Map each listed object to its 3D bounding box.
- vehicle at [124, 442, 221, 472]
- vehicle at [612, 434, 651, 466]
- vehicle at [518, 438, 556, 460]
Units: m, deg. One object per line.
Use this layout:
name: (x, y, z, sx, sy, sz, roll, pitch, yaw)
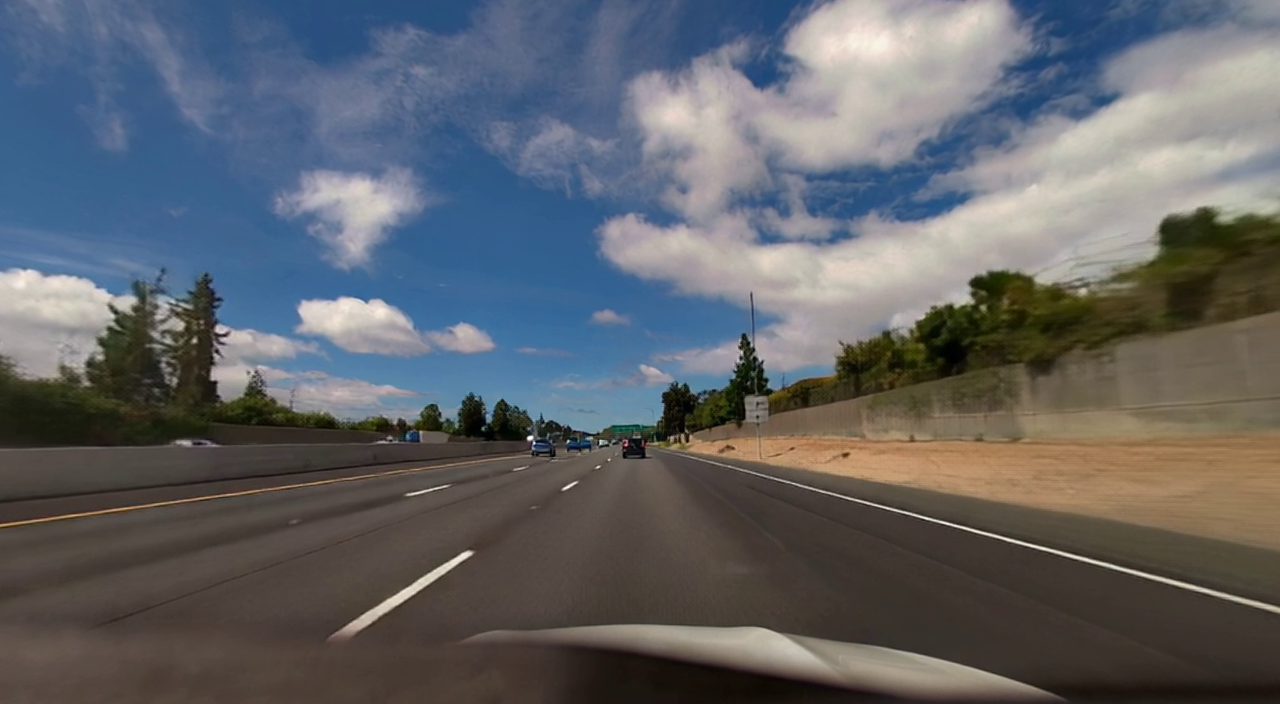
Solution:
vehicle: (-25.266, 5.667, 34.279, 1.822, 1.531, 4.471, 0, -8, 0)
vehicle: (-0.469, 5.665, 36.423, 2.141, 1.706, 4.065, 0, -8, 0)
vehicle: (-7.506, 7.169, 46.439, 2.019, 1.523, 4.396, 0, -8, 1)
